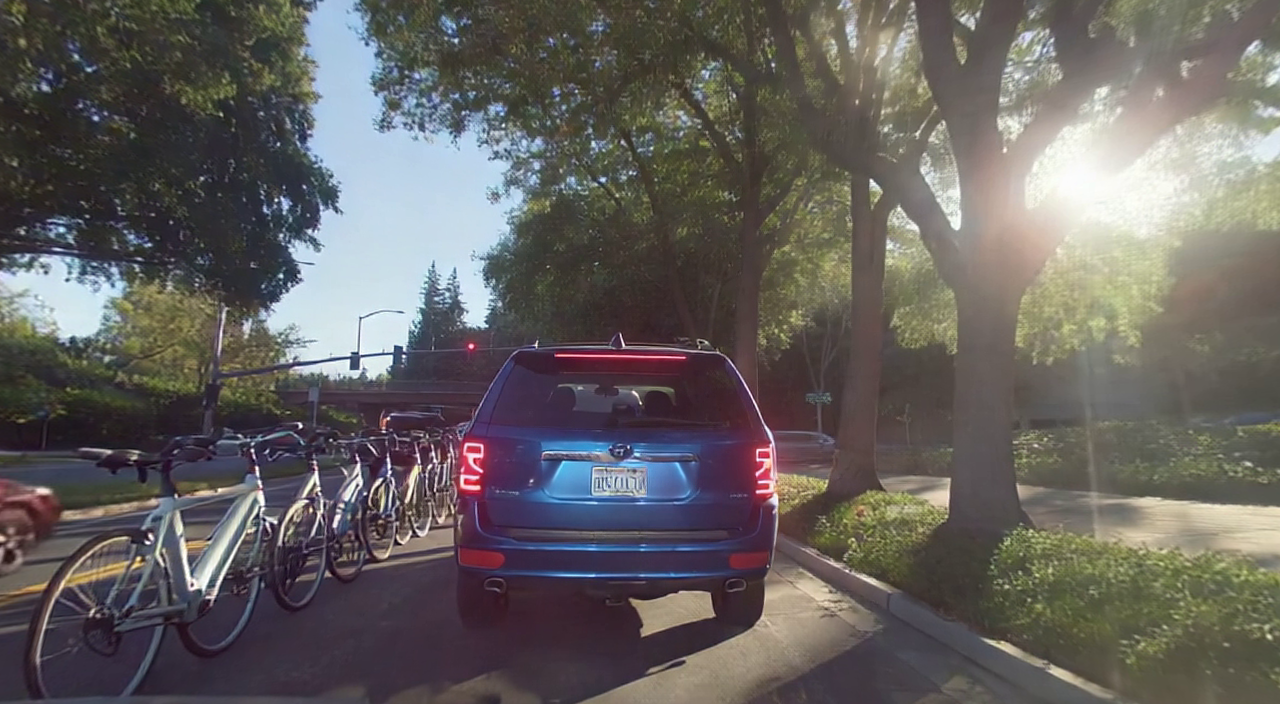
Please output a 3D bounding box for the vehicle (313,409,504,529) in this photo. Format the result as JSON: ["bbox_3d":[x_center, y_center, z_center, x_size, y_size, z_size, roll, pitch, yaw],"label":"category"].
[{"bbox_3d":[-4.205,2.232,12.659,2.337,1.858,5.409,1,-9,-7],"label":"vehicle"}]

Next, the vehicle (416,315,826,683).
[{"bbox_3d":[-0.246,1.157,6.005,2.333,2.087,4.586,0,-8,-4],"label":"vehicle"}]
